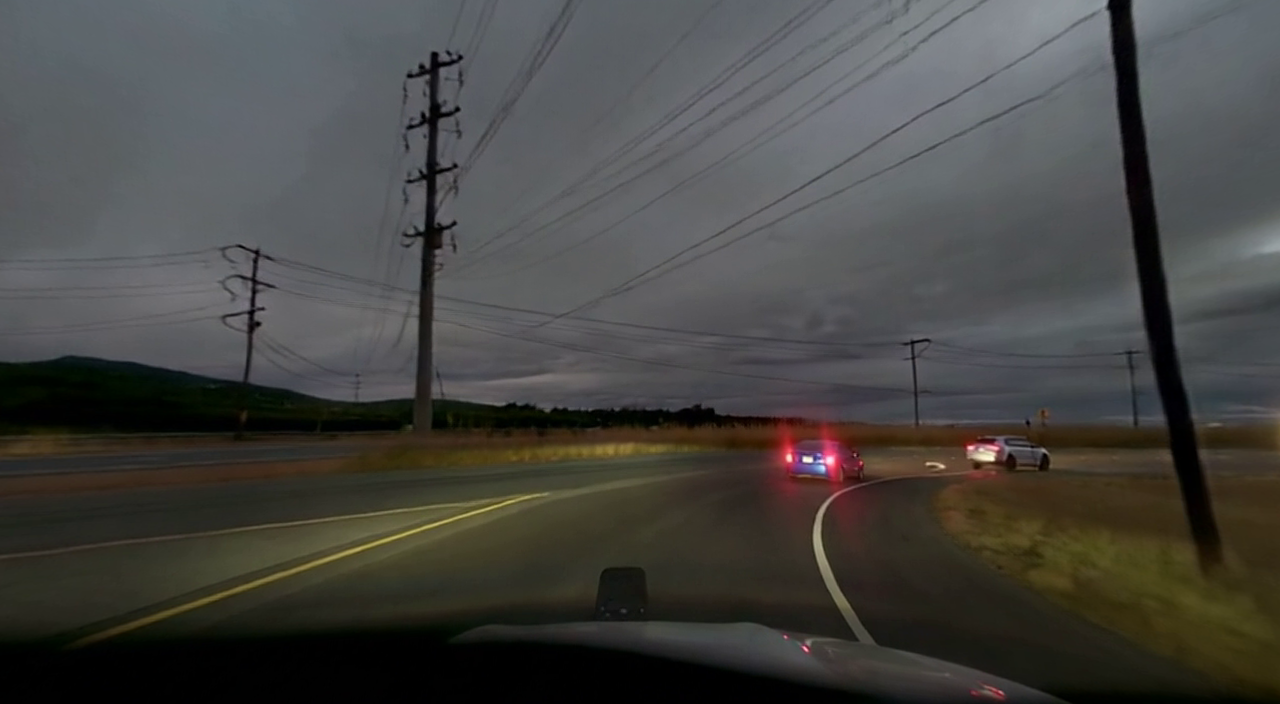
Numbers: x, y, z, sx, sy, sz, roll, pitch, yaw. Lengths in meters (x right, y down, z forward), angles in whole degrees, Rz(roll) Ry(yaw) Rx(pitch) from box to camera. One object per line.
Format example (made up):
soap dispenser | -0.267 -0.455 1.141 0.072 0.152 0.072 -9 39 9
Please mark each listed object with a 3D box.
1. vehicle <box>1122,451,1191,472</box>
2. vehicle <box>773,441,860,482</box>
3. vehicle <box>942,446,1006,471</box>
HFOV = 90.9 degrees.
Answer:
vehicle | 39.154 8.285 47.843 4.102 1.552 1.931 2 -9 -15
vehicle | 6.776 4.090 23.915 2.026 1.407 4.374 -5 -10 31
vehicle | 21.200 6.693 39.953 4.307 1.465 1.836 6 -10 -36
